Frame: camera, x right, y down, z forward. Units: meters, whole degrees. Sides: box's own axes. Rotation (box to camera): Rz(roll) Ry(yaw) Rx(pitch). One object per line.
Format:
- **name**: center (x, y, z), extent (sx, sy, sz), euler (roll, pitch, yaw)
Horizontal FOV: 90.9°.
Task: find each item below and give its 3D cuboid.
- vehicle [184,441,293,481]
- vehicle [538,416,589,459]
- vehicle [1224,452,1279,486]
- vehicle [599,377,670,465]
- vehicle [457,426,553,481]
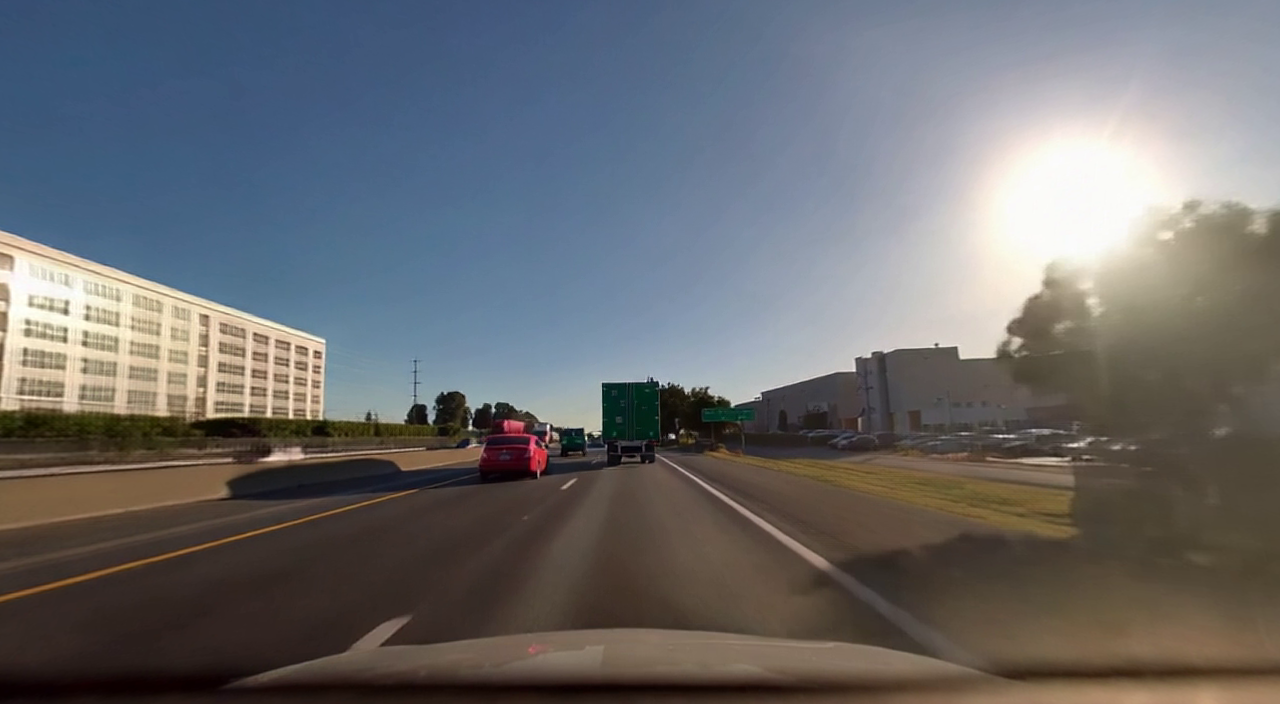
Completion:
- **vehicle**: center (-16.993, 4.595, 26.934), extent (1.850, 1.545, 4.338), euler (0, -8, -1)
- **vehicle**: center (-5.158, 5.920, 43.525), extent (2.717, 2.714, 6.997), euler (0, -8, 0)
- **vehicle**: center (49.394, 9.095, 48.899), extent (2.228, 2.290, 6.075), euler (-2, -7, 1)
- **vehicle**: center (-0.391, 3.847, 34.070), extent (3.259, 4.066, 9.891), euler (0, -8, -1)
- **vehicle**: center (-4.274, 3.297, 20.877), extent (2.005, 1.602, 5.131), euler (0, -8, 1)
